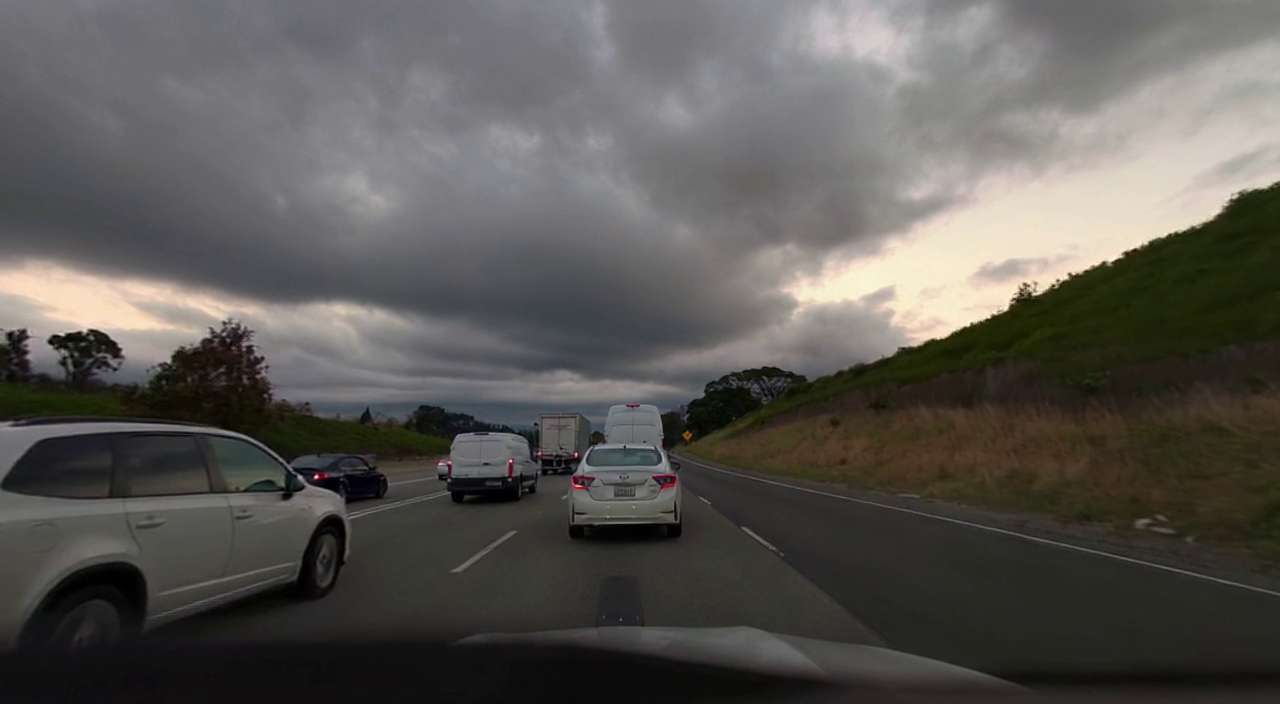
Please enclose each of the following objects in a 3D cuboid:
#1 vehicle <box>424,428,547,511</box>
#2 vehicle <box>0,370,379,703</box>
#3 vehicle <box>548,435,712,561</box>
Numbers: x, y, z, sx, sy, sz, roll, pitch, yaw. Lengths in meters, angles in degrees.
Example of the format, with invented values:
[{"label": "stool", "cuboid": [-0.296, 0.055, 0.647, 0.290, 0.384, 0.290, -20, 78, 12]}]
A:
[{"label": "vehicle", "cuboid": [-3.964, 3.108, 17.139, 2.055, 1.913, 4.584, -1, -9, 2]}, {"label": "vehicle", "cuboid": [-3.650, 1.148, 4.066, 2.029, 1.656, 4.437, 0, -9, 0]}, {"label": "vehicle", "cuboid": [-0.129, 2.047, 9.441, 1.995, 1.495, 3.380, 0, -9, 0]}]
